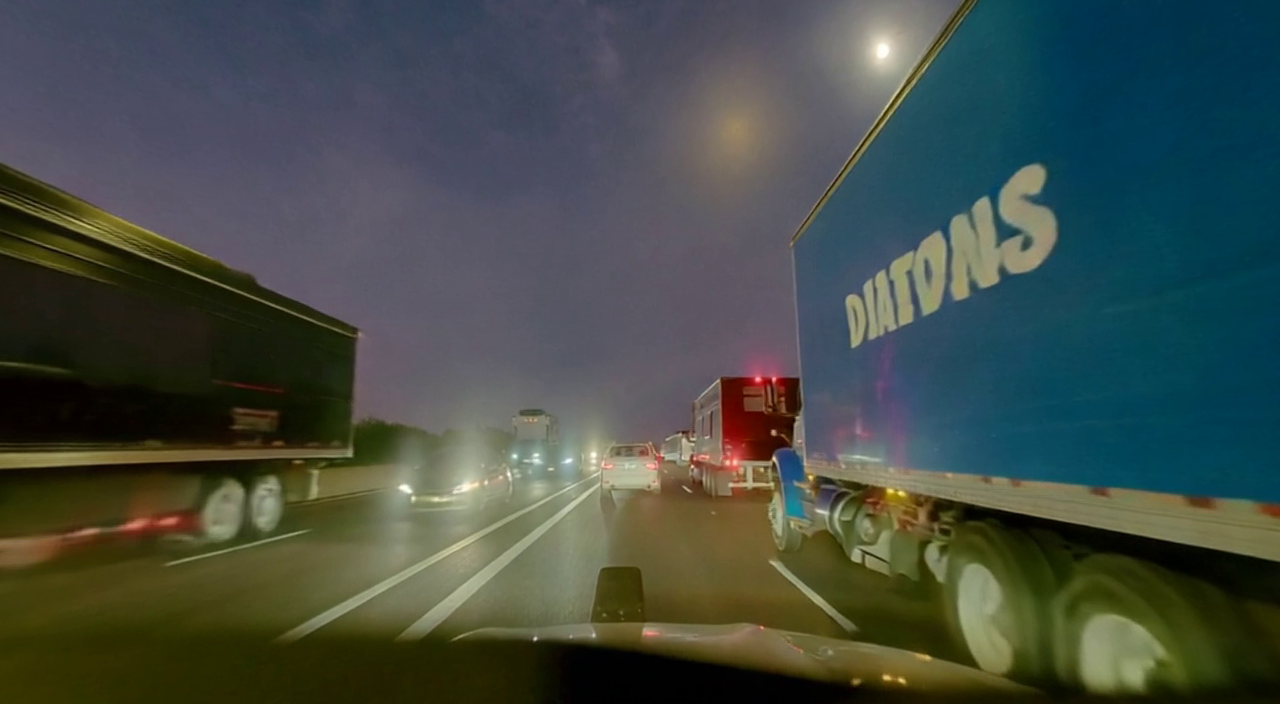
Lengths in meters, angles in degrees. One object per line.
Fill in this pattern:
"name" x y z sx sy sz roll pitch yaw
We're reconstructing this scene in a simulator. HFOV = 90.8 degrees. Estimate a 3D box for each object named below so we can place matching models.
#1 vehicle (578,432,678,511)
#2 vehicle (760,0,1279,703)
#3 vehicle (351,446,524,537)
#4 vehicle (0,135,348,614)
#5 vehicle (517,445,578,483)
"vehicle" -0.298 2.955 15.985 2.201 1.719 4.058 0 -9 -1
"vehicle" 3.207 0.168 4.285 2.936 3.787 8.670 0 -9 -1
"vehicle" -3.635 2.560 12.240 1.930 1.431 4.156 0 -9 1
"vehicle" -7.020 0.060 4.616 2.895 4.121 14.391 0 -9 0
"vehicle" -4.105 5.072 28.845 2.023 1.576 4.784 0 -9 1
